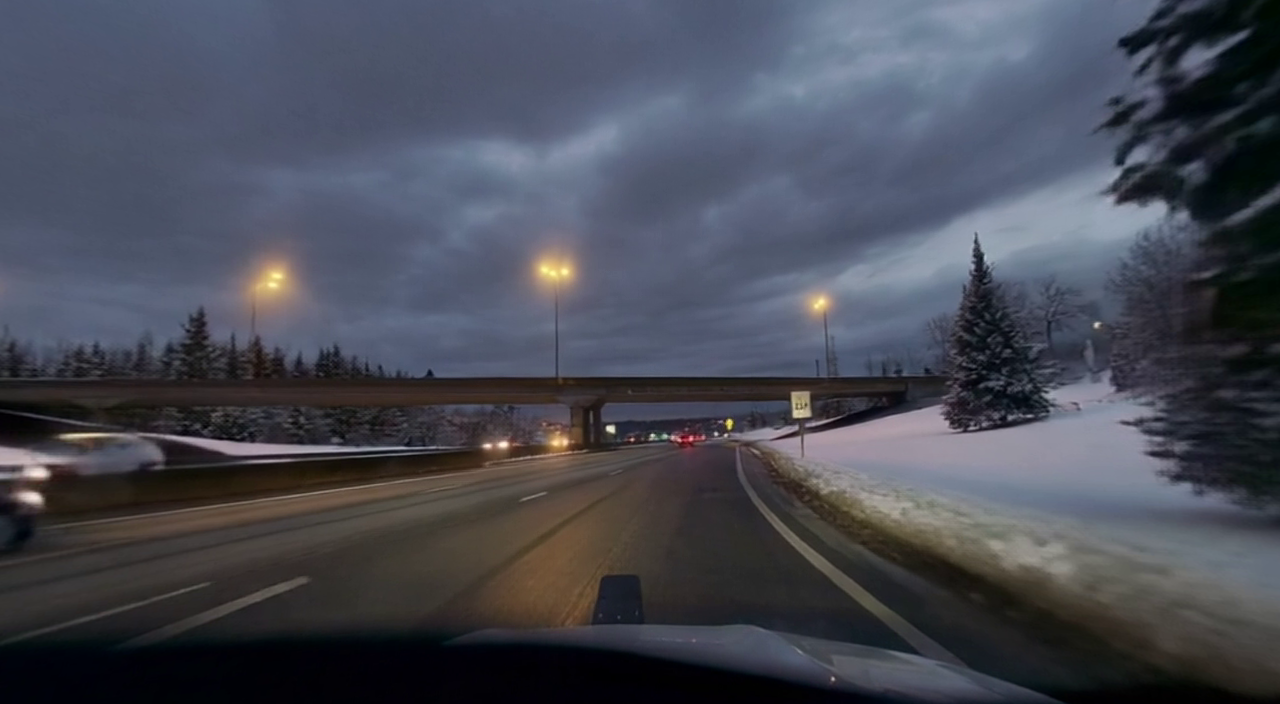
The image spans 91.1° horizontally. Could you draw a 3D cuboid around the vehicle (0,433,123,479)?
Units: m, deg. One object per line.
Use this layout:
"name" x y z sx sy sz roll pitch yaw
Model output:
"vehicle" -26.389 4.567 28.063 2.069 1.855 4.805 -1 -8 8
